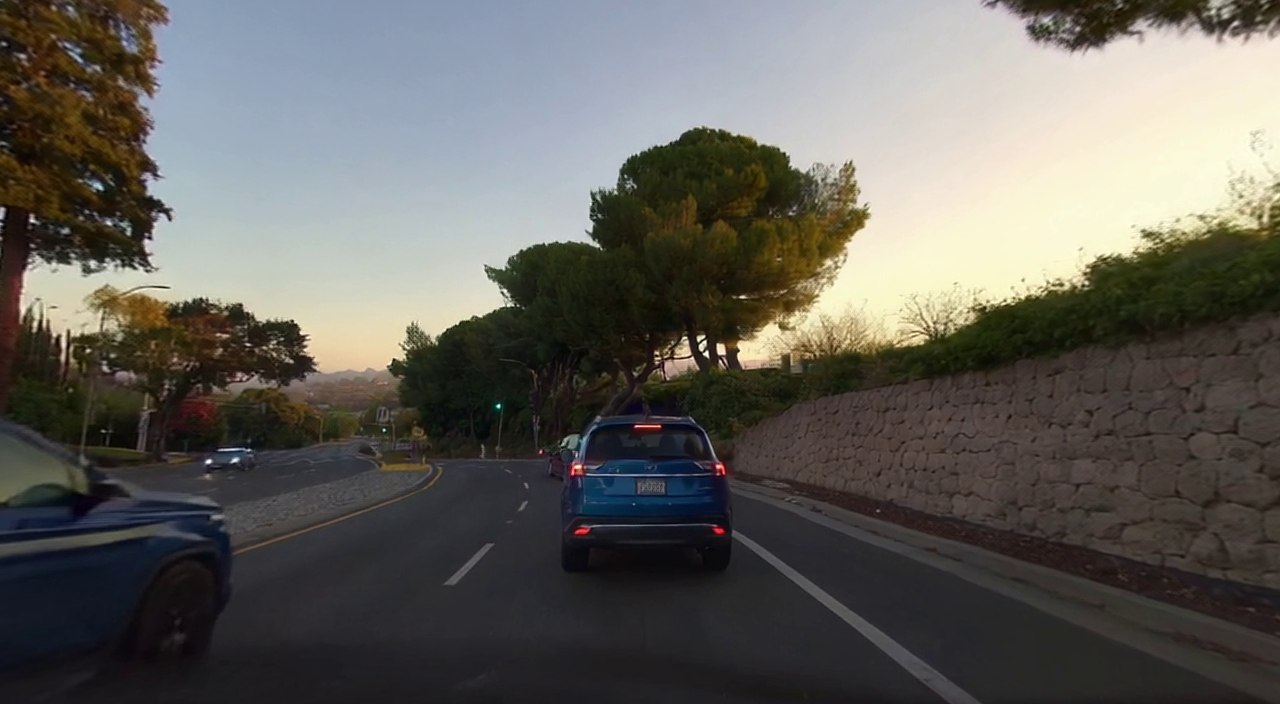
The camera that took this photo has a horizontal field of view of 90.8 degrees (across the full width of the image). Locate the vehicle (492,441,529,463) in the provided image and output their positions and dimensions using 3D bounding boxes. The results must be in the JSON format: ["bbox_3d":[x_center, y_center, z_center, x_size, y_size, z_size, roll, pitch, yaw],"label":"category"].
[{"bbox_3d":[-9.406,7.213,45.580,1.837,1.483,4.559,3,-9,-21],"label":"vehicle"}]

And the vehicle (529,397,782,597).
[{"bbox_3d":[-0.026,1.611,7.908,2.287,1.762,4.269,1,-8,-5],"label":"vehicle"}]

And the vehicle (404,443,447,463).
[{"bbox_3d":[-16.987,7.981,49.918,2.023,1.474,4.286,6,-10,-34],"label":"vehicle"}]

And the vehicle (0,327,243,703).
[{"bbox_3d":[-3.286,0.656,1.355,2.205,1.716,4.448,1,-8,-4],"label":"vehicle"}]
